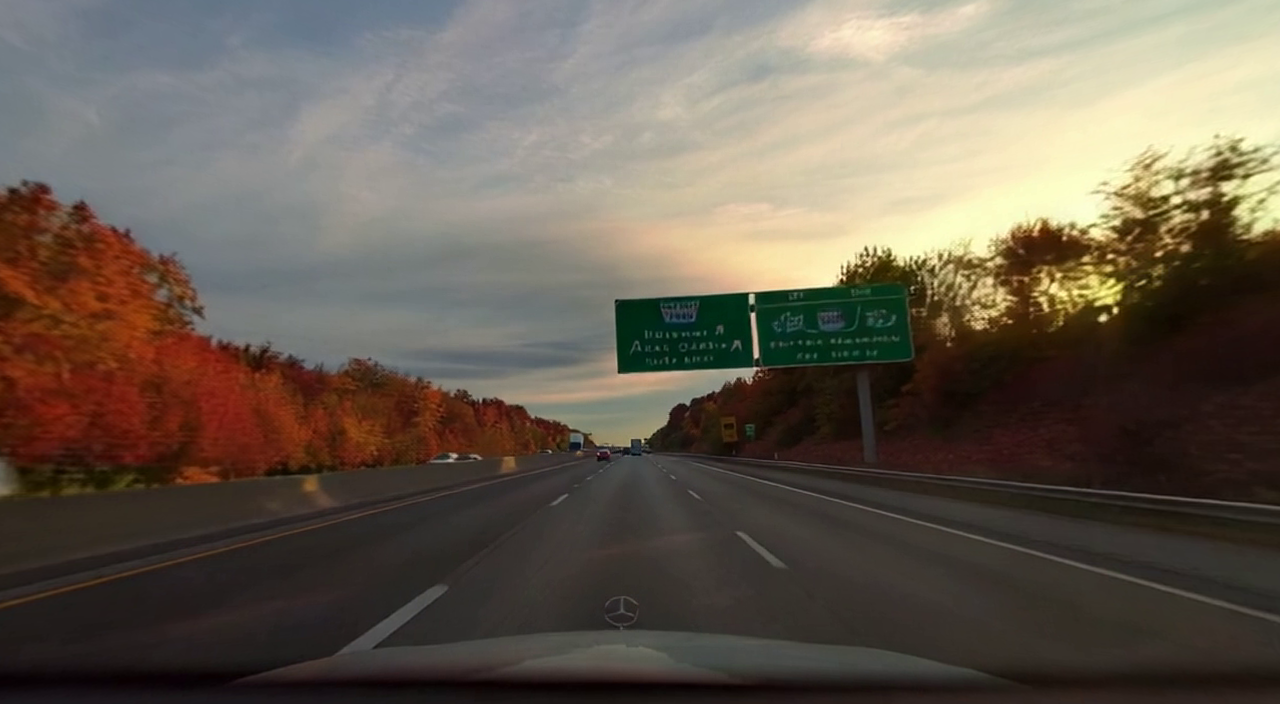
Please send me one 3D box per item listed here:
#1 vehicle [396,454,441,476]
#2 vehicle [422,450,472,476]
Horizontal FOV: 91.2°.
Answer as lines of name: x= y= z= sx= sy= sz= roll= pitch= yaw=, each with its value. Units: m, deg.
vehicle: x=-15.950 y=8.135 z=45.262 sx=1.774 sy=1.472 sz=3.859 roll=0 pitch=-9 yaw=0
vehicle: x=-12.042 y=6.925 z=39.323 sx=1.858 sy=1.503 sz=4.015 roll=0 pitch=-9 yaw=0
